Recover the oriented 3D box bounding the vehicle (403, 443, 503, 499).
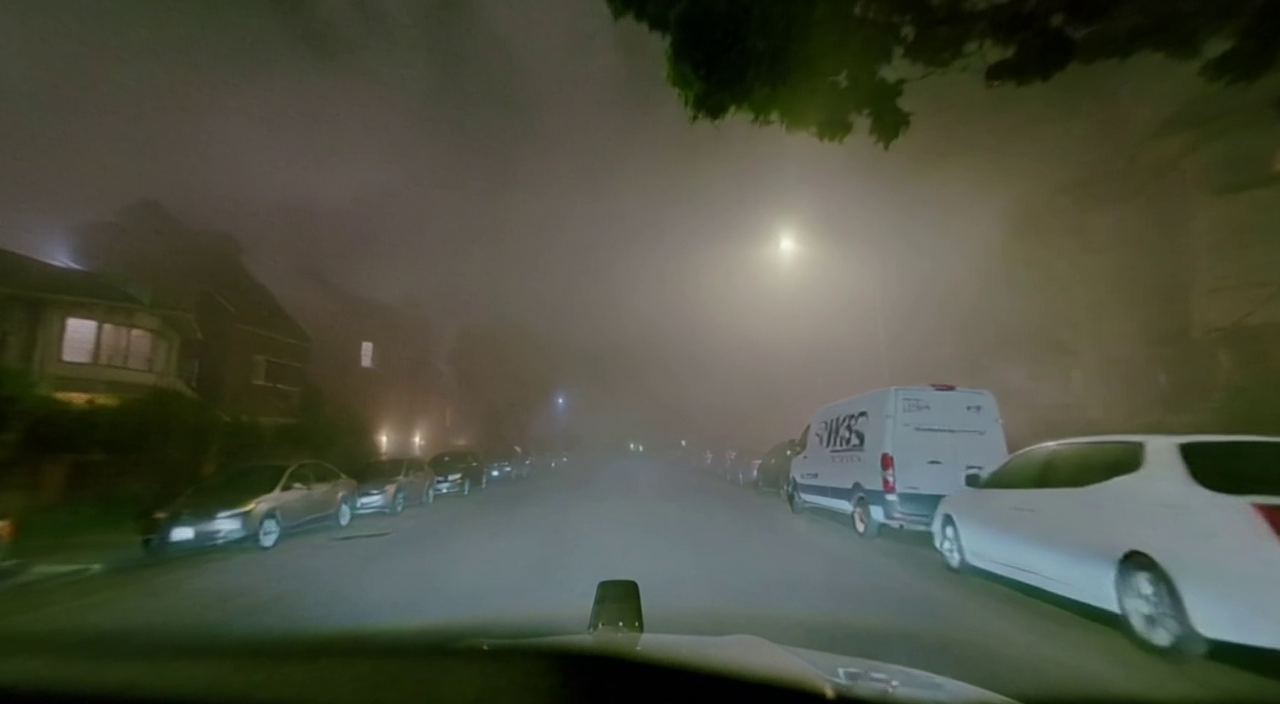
[{"bbox_3d":[-6.828,4.380,23.806,2.162,1.846,5.426,0,-9,-1],"label":"vehicle"}]

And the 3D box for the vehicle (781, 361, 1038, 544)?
[{"bbox_3d":[4.582,1.892,12.163,2.178,2.656,5.712,0,-9,-2],"label":"vehicle"}]

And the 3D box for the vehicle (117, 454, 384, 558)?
[{"bbox_3d":[-6.748,2.665,11.811,1.869,1.467,4.921,0,-9,0],"label":"vehicle"}]

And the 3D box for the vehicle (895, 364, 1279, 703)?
[{"bbox_3d":[4.324,1.258,5.264,1.907,1.768,6.059,0,-9,0],"label":"vehicle"}]

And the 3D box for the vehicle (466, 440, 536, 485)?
[{"bbox_3d":[-6.790,5.475,31.712,2.195,2.023,6.055,0,-9,-1],"label":"vehicle"}]
